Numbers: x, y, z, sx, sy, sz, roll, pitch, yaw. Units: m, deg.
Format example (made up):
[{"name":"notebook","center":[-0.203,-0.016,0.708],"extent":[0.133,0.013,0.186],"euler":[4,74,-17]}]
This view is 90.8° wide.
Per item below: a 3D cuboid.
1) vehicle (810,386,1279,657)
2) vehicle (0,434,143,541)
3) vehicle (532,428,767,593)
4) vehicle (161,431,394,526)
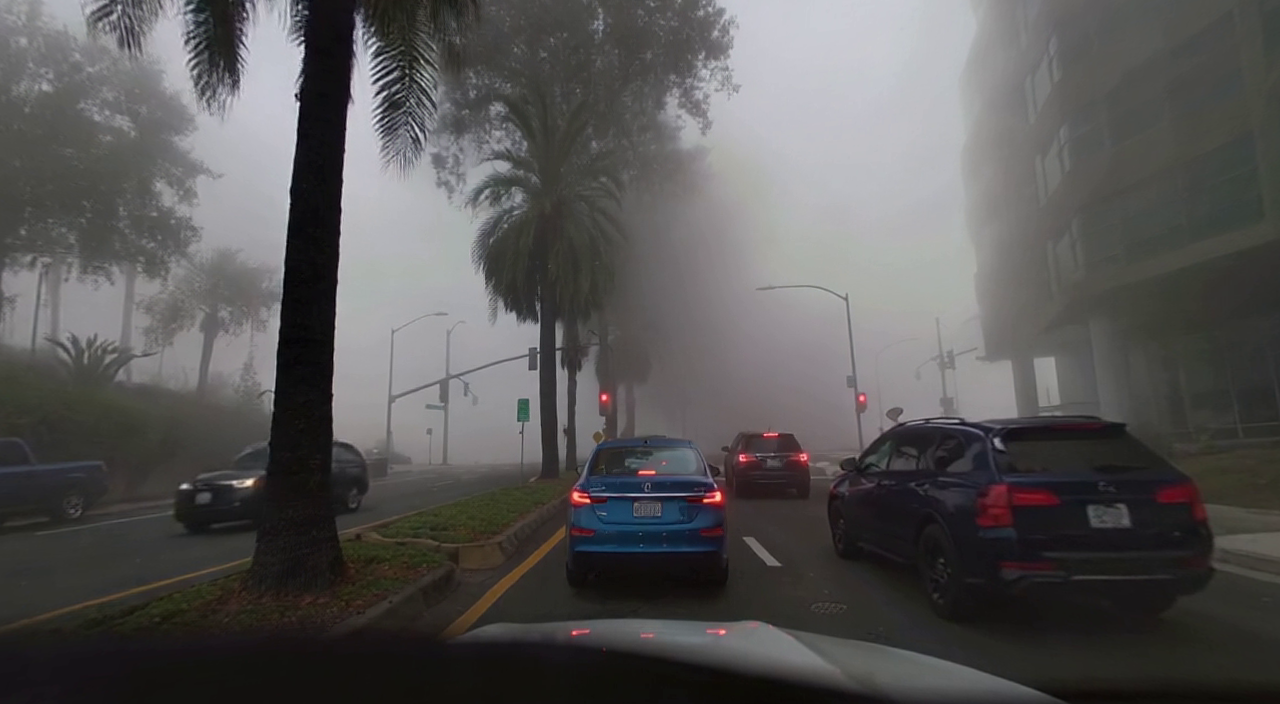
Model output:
[{"name":"vehicle","center":[3.301,1.413,6.312],"extent":[2.003,1.733,4.319],"euler":[0,-8,0]},{"name":"vehicle","center":[-13.050,2.717,12.290],"extent":[2.240,1.964,5.707],"euler":[-6,-8,0]},{"name":"vehicle","center":[0.125,1.721,7.705],"extent":[2.088,1.452,3.993],"euler":[0,-8,1]},{"name":"vehicle","center":[-7.423,2.598,13.571],"extent":[2.053,1.693,4.198],"euler":[-2,-9,9]}]
